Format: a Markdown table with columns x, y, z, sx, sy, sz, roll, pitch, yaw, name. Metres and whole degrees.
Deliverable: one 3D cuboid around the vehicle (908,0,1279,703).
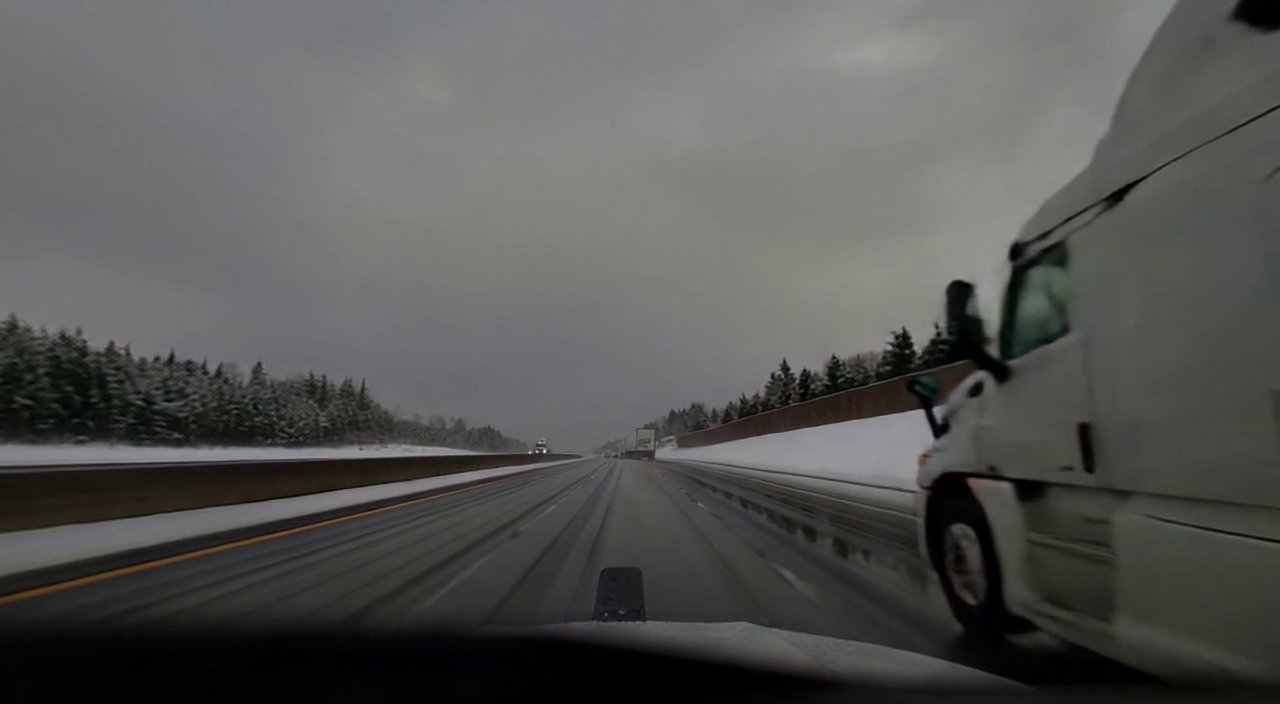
| x | y | z | sx | sy | sz | roll | pitch | yaw | name |
| --- | --- | --- | --- | --- | --- | --- | --- | --- | --- |
| 3.696 | -0.194 | 1.677 | 3.045 | 3.825 | 6.161 | 0 | -9 | -1 | vehicle |
